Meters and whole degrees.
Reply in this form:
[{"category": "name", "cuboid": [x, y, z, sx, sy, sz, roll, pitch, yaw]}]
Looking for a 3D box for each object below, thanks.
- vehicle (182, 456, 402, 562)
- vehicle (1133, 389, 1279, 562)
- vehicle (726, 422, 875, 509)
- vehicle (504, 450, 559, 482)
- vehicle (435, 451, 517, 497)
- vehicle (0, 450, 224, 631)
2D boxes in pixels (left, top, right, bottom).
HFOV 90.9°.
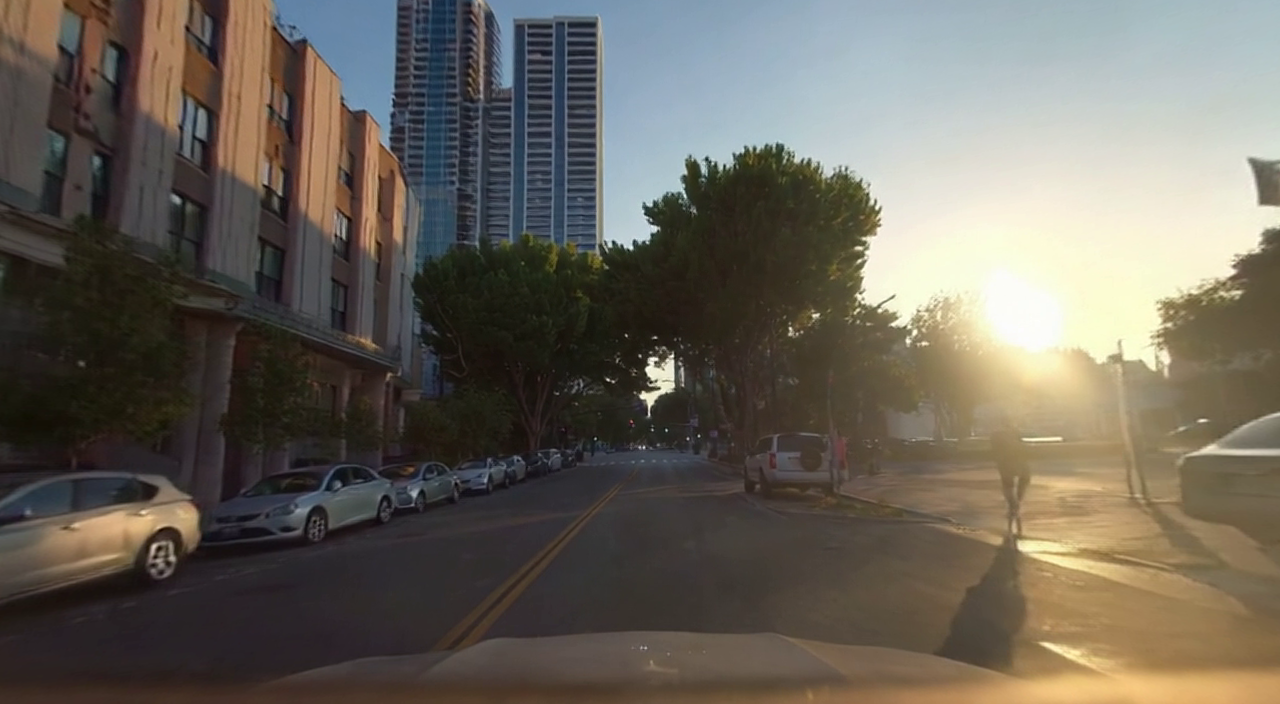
[{"category": "vehicle", "cuboid": [-6.700, 3.003, 12.911, 1.944, 1.574, 4.717, -2, -8, -1]}, {"category": "vehicle", "cuboid": [9.393, 1.414, 7.598, 4.772, 1.876, 2.400, -1, -9, 1]}, {"category": "vehicle", "cuboid": [4.292, 3.183, 18.287, 2.568, 2.001, 5.999, -2, -8, -1]}, {"category": "vehicle", "cuboid": [-5.945, 6.274, 35.084, 2.270, 1.539, 4.855, -2, -8, -1]}, {"category": "vehicle", "cuboid": [-6.295, 4.705, 24.726, 2.110, 1.498, 4.555, -2, -8, -1]}, {"category": "vehicle", "cuboid": [-6.918, 1.893, 6.530, 2.123, 1.596, 4.659, -2, -8, -1]}]
